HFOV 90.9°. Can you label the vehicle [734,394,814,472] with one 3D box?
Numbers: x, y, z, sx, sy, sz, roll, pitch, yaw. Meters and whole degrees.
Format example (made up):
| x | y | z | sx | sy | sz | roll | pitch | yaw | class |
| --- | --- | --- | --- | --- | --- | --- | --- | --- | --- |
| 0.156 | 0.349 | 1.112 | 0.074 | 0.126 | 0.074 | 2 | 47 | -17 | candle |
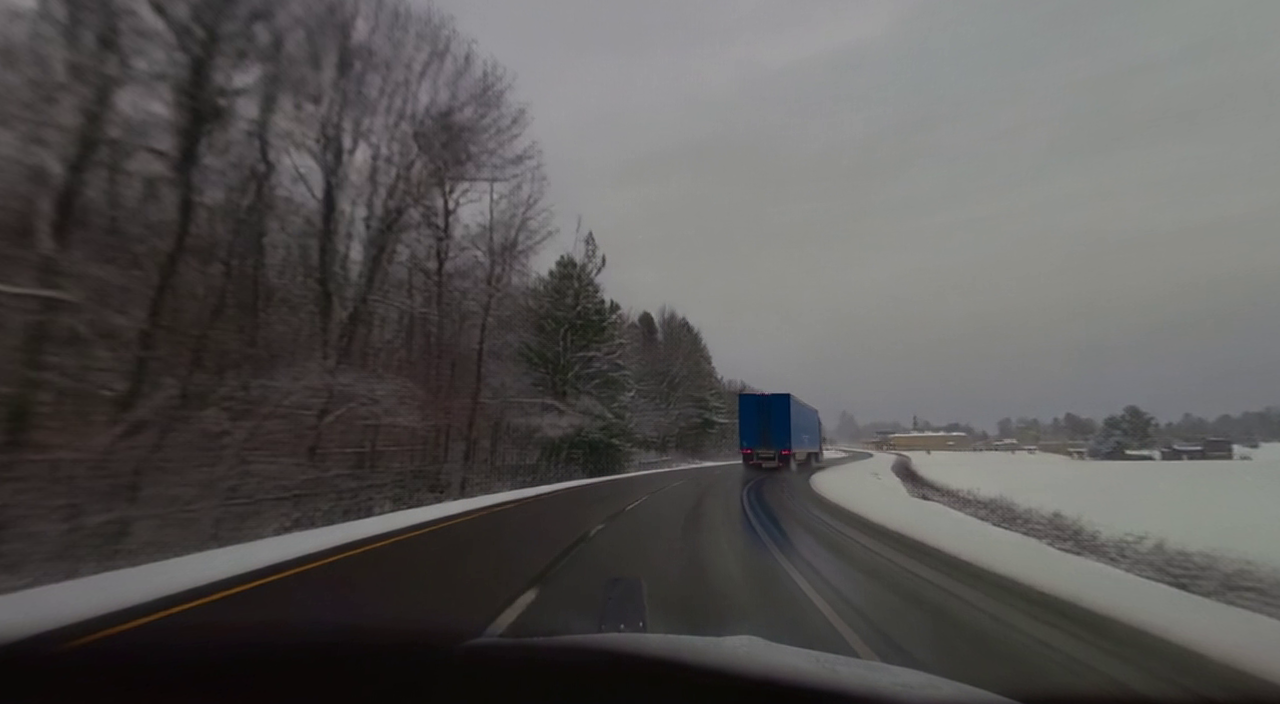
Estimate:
| x | y | z | sx | sy | sz | roll | pitch | yaw | class |
| --- | --- | --- | --- | --- | --- | --- | --- | --- | --- |
| 9.052 | 5.442 | 40.847 | 3.087 | 4.178 | 13.682 | -3 | -9 | 20 | vehicle |
